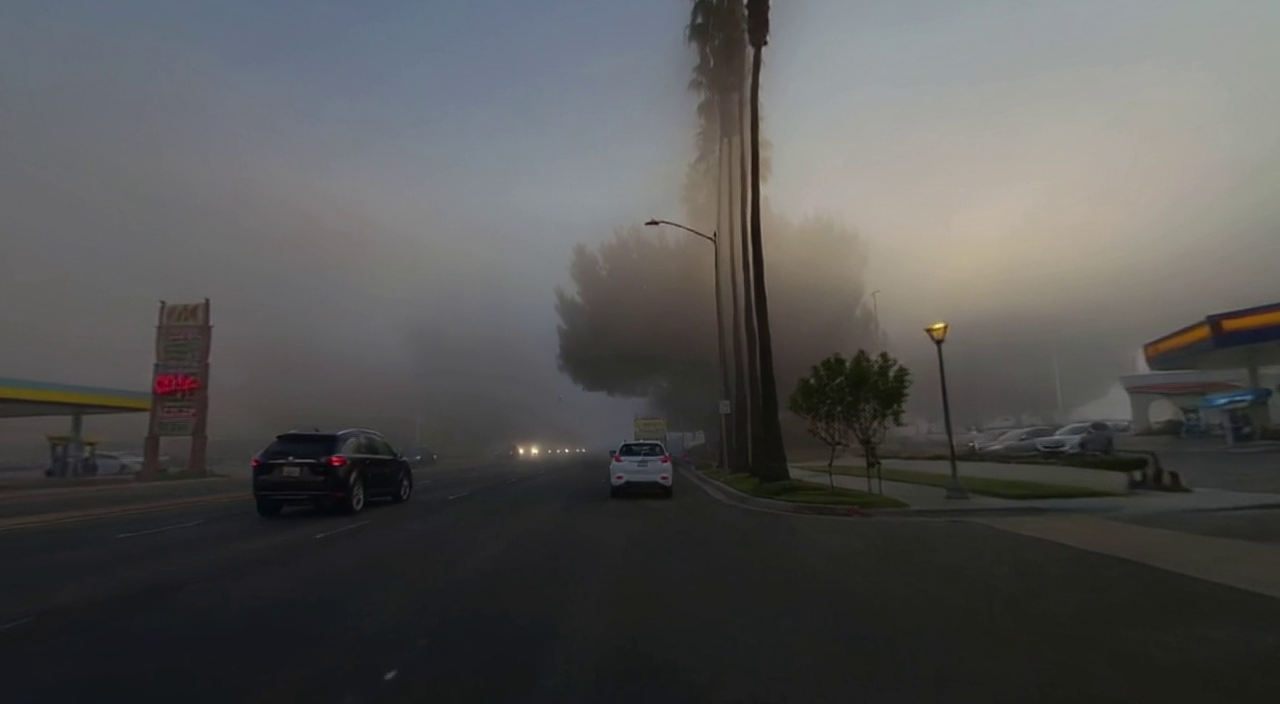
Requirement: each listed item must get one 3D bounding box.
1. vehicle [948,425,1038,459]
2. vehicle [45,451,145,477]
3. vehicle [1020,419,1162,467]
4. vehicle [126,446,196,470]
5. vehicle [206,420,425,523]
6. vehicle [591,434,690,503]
[{"bbox_3d":[16.772,4.360,30.113,1.902,1.502,4.395,0,-9,3],"label":"vehicle"},{"bbox_3d":[-32.563,6.665,37.661,4.056,1.453,1.865,5,-10,-27],"label":"vehicle"},{"bbox_3d":[17.044,3.485,24.064,2.009,1.630,4.436,0,-8,-2],"label":"vehicle"},{"bbox_3d":[-35.448,7.847,46.609,1.888,1.650,4.369,0,-9,-2],"label":"vehicle"},{"bbox_3d":[-6.252,2.357,12.855,2.057,1.705,4.394,0,-9,1],"label":"vehicle"},{"bbox_3d":[0.031,2.891,15.999,2.145,1.483,4.453,0,-9,0],"label":"vehicle"}]
